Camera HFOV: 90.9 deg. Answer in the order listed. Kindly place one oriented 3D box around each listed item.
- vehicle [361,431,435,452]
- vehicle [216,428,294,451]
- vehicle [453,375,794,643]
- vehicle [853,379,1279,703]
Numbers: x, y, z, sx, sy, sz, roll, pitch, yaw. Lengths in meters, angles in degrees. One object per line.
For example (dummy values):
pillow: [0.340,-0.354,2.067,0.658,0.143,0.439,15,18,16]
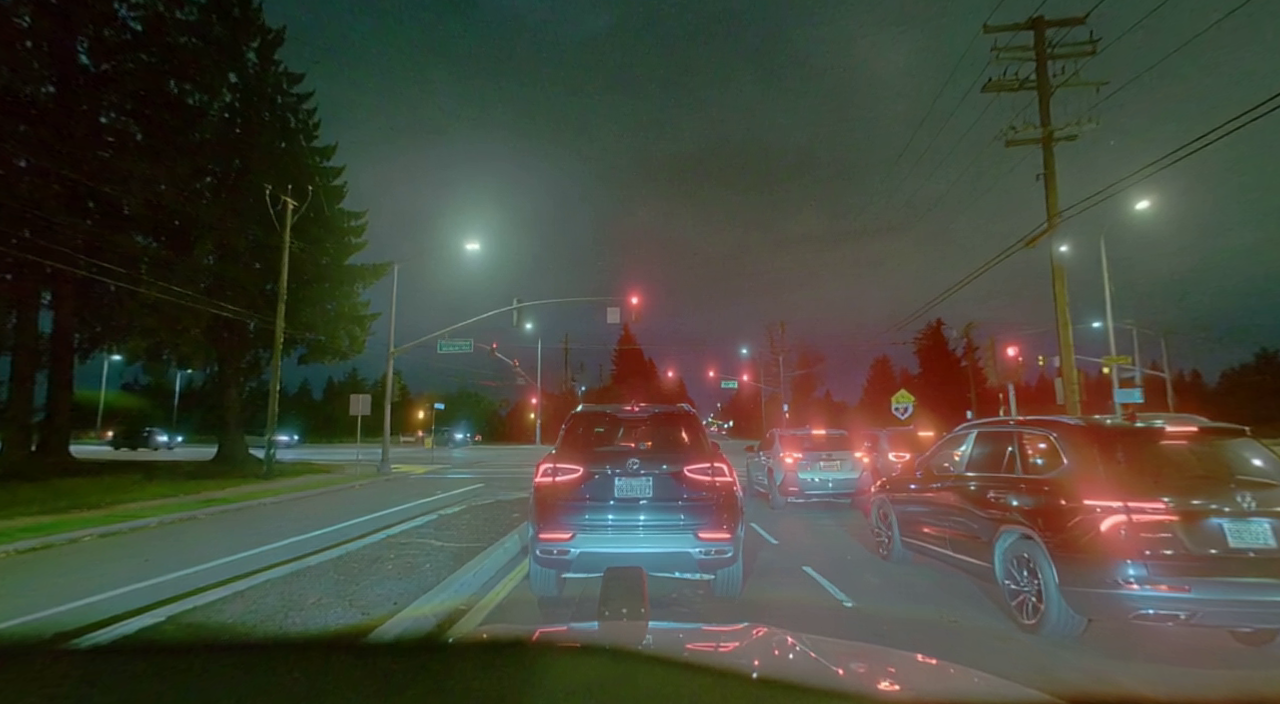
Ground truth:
vehicle: [-17.750,6.557,46.350,4.607,1.478,1.995,0,-8,0]
vehicle: [-28.767,6.540,47.182,4.587,1.639,1.878,0,-8,0]
vehicle: [-0.152,1.373,6.530,2.271,1.786,4.443,0,-8,-1]
vehicle: [3.543,1.294,5.438,1.948,1.677,4.437,0,-8,1]
